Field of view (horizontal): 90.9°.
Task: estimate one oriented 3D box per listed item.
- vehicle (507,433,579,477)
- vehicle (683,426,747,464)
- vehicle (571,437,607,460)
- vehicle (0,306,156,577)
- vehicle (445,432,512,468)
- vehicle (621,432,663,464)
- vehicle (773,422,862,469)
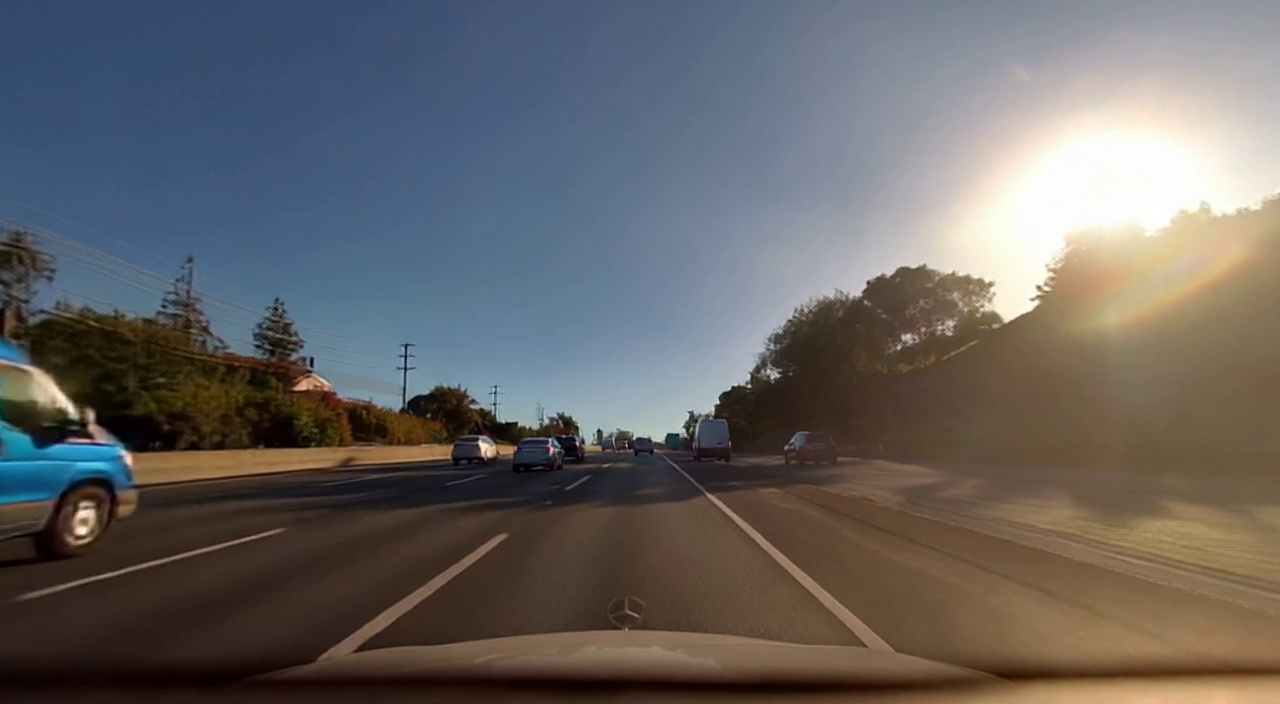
[{"bbox_3d":[-3.501,3.790,23.465,1.970,1.483,4.071,0,-8,1],"label":"vehicle"},{"bbox_3d":[3.894,5.023,34.120,2.777,1.895,5.710,0,-8,0],"label":"vehicle"},{"bbox_3d":[-3.390,6.515,42.742,1.987,1.466,4.341,0,-8,1],"label":"vehicle"},{"bbox_3d":[-7.637,0.711,5.041,2.336,2.708,6.421,0,-8,0],"label":"vehicle"},{"bbox_3d":[-7.652,4.691,30.312,1.961,1.562,4.301,0,-8,1],"label":"vehicle"},{"bbox_3d":[0.126,5.163,34.085,2.115,1.617,4.102,0,-8,1],"label":"vehicle"},{"bbox_3d":[7.619,4.139,27.857,2.304,1.840,5.706,0,-8,0],"label":"vehicle"}]
